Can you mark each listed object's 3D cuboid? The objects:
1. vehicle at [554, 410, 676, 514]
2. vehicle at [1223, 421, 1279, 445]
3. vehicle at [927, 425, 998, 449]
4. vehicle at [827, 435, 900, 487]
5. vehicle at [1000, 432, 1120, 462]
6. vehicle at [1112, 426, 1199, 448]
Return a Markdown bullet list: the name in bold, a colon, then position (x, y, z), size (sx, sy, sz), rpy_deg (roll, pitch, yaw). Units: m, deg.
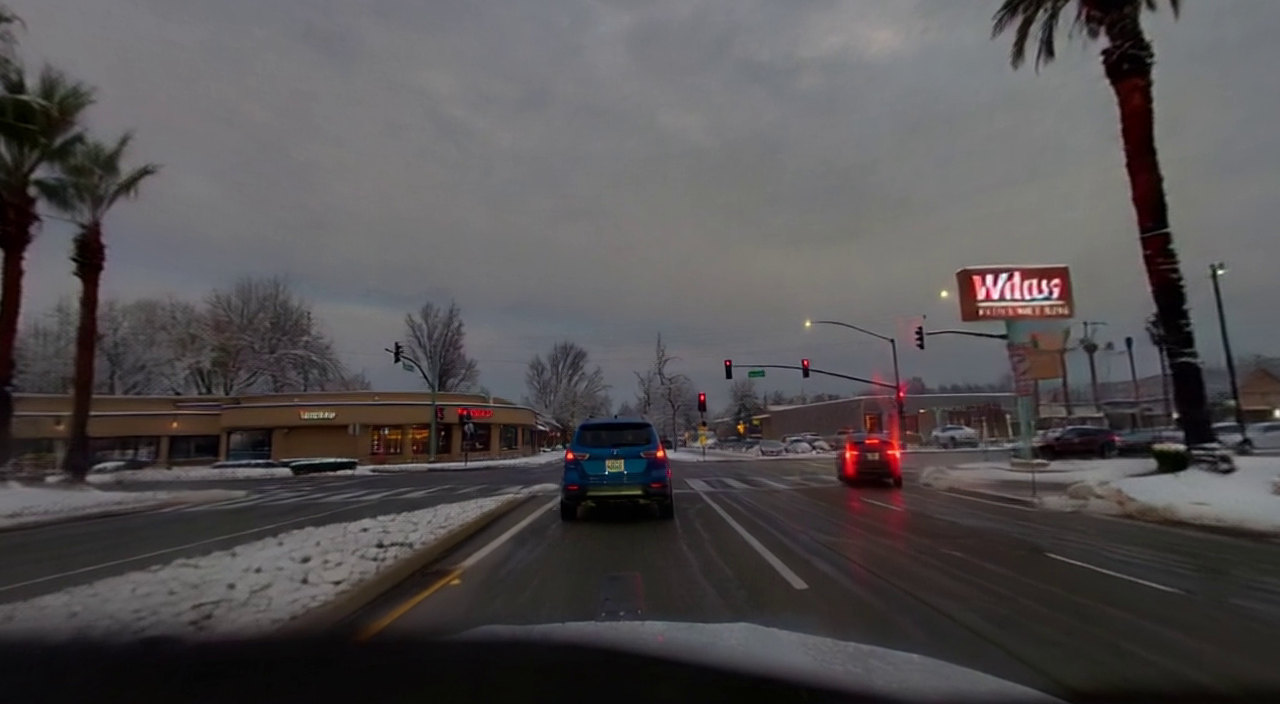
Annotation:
- **vehicle**: position (-0.462, 2.394, 14.155), size (2.263, 1.932, 4.709), rpy_deg (0, -8, 0)
- **vehicle**: position (39.512, 5.065, 39.246), size (4.527, 1.458, 1.778), rpy_deg (-6, -10, 34)
- **vehicle**: position (25.007, 6.641, 49.021), size (4.641, 1.778, 1.958), rpy_deg (-6, -10, 33)
- **vehicle**: position (7.604, 3.718, 21.929), size (2.086, 1.560, 4.542), rpy_deg (-2, -9, 16)
- **vehicle**: position (21.229, 4.804, 32.041), size (4.745, 1.474, 1.923), rpy_deg (0, -8, -3)
- **vehicle**: position (36.767, 6.100, 45.224), size (4.551, 1.471, 1.800), rpy_deg (-5, -10, 32)
